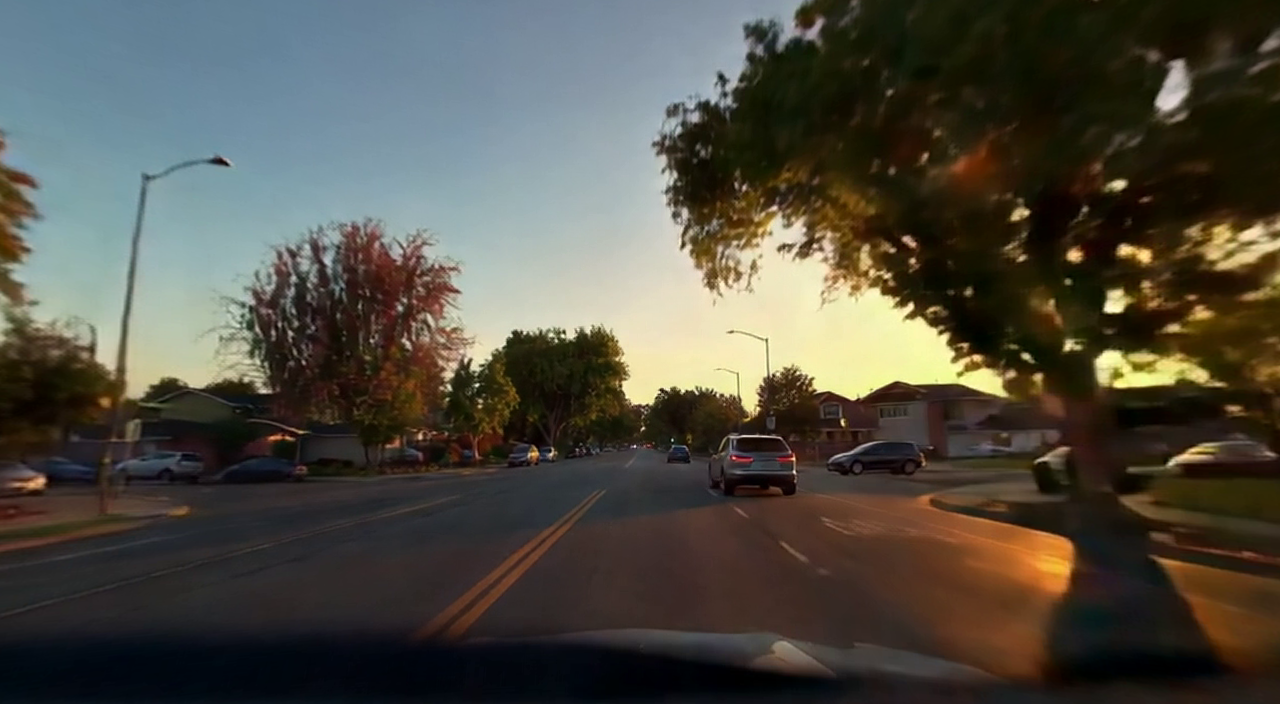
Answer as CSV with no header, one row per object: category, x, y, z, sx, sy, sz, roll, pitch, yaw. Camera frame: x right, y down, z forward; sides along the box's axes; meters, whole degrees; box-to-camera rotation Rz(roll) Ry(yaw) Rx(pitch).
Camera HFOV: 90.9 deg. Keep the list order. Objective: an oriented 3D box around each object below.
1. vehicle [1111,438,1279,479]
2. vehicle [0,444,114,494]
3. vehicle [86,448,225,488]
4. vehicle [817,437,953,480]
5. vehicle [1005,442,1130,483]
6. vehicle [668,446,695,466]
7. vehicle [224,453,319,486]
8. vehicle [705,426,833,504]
vehicle,21.877,4.156,24.754,5.051,1.527,1.968,-1,-8,2
vehicle,-24.029,4.574,24.859,4.644,1.781,2.084,0,-6,1
vehicle,-26.300,6.282,34.351,5.604,2.035,2.291,0,-9,0
vehicle,11.674,5.091,30.295,5.539,1.729,2.145,-2,-8,-3
vehicle,16.548,4.276,24.536,3.467,1.520,1.801,0,-8,1
vehicle,3.105,7.940,48.370,1.956,1.492,4.425,0,-8,2
vehicle,-20.079,6.411,34.474,3.986,1.665,1.888,0,-9,1
vehicle,3.444,3.187,18.289,2.497,1.889,5.833,0,-8,0
